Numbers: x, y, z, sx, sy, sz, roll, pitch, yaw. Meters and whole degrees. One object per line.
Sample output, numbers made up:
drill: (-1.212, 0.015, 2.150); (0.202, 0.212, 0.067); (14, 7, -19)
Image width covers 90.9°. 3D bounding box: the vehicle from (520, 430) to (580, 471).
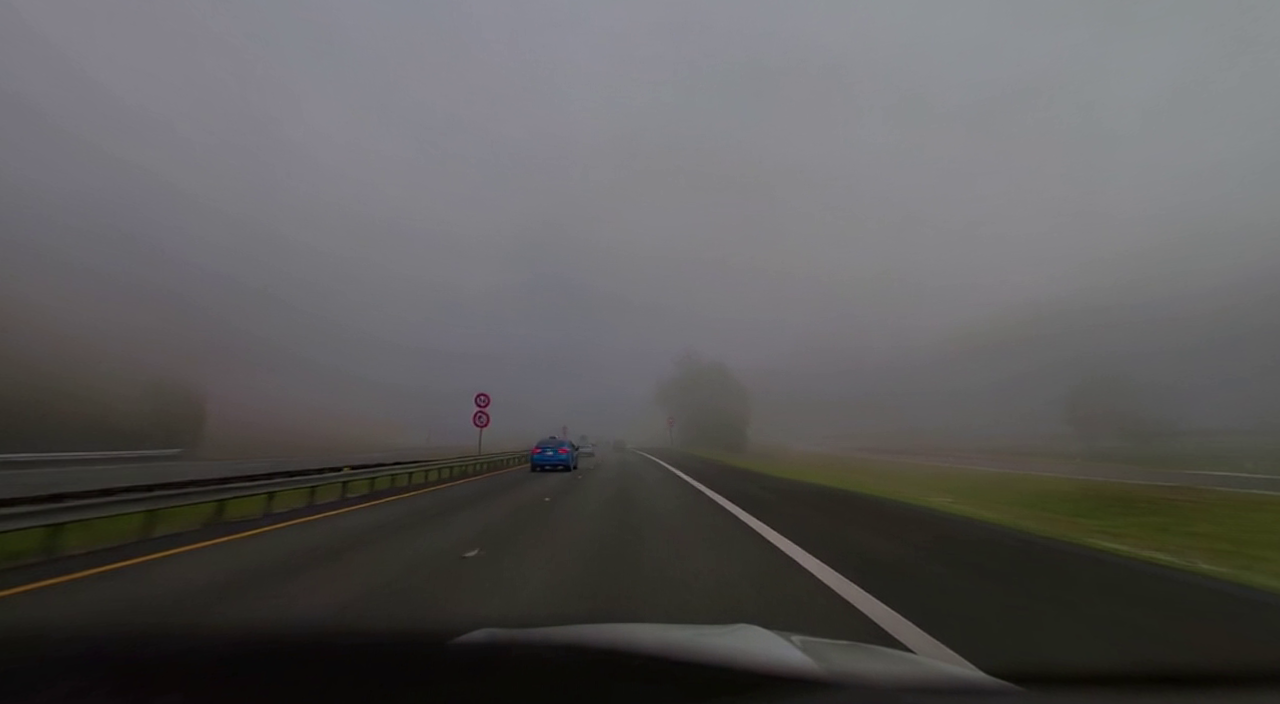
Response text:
vehicle: (-3.823, 4.277, 27.663); (2.047, 1.612, 4.631); (0, -8, -1)
